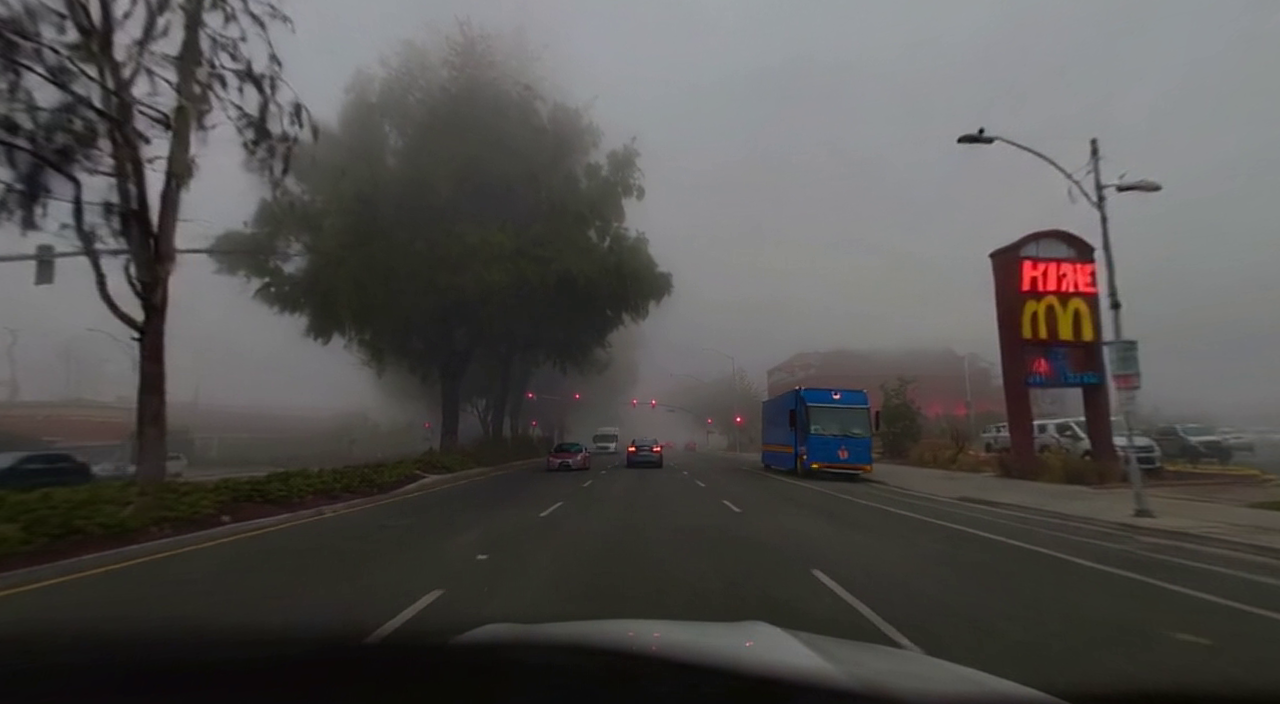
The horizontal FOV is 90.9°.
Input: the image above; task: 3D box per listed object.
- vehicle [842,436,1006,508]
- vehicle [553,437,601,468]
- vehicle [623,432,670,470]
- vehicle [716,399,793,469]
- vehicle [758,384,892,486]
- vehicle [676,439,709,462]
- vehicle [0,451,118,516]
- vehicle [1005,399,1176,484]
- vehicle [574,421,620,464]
[{"bbox_3d":[6.729,2.878,15.641,1.980,1.473,4.537,-1,-8,1],"label":"vehicle"},{"bbox_3d":[-3.324,5.411,34.057,2.008,1.500,4.369,-1,-8,1],"label":"vehicle"},{"bbox_3d":[0.349,4.957,31.648,2.209,1.718,4.008,-1,-8,1],"label":"vehicle"},{"bbox_3d":[6.990,5.349,40.183,2.816,3.804,10.315,-2,-9,0],"label":"vehicle"},{"bbox_3d":[6.870,3.332,24.954,2.891,3.361,7.843,-1,-8,0],"label":"vehicle"},{"bbox_3d":[3.723,7.061,45.229,2.075,1.540,4.411,-1,-8,1],"label":"vehicle"},{"bbox_3d":[-15.757,3.209,15.606,1.836,1.464,4.440,-1,-8,1],"label":"vehicle"},{"bbox_3d":[13.758,2.723,19.155,5.354,2.214,2.504,6,-11,-36],"label":"vehicle"},{"bbox_3d":[-2.975,6.472,45.184,2.715,2.791,7.171,-1,-8,1],"label":"vehicle"}]
